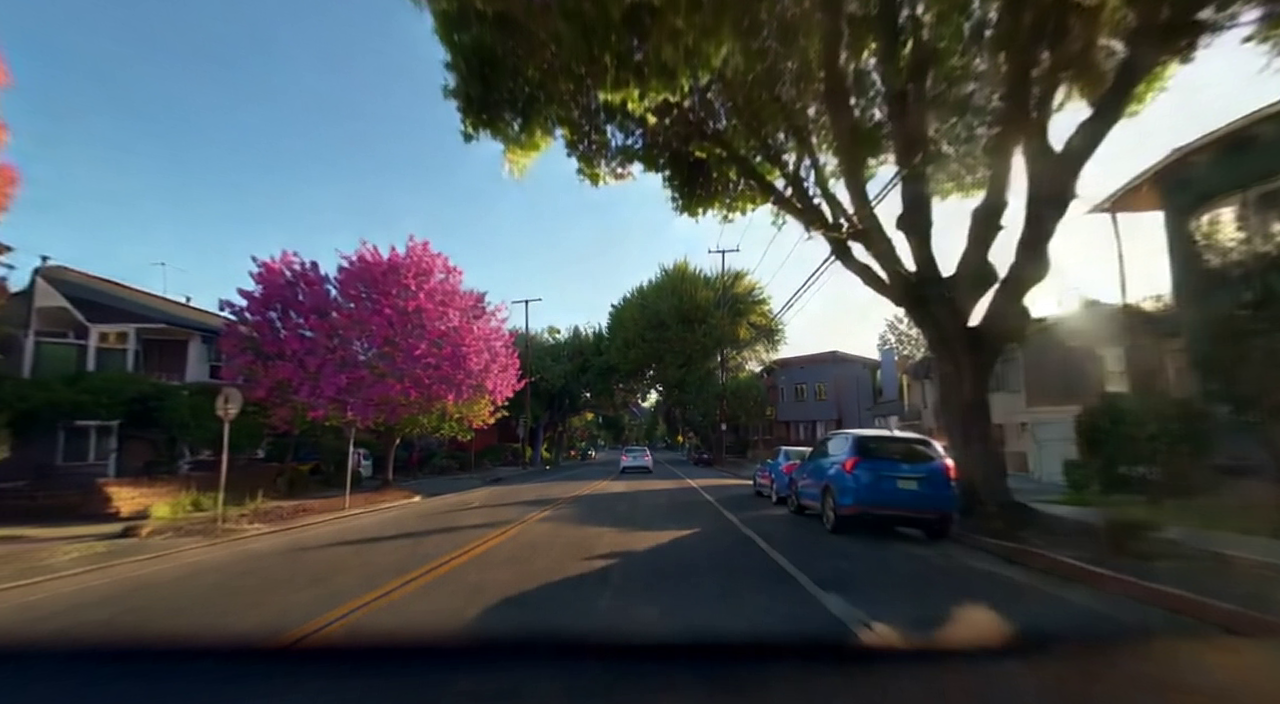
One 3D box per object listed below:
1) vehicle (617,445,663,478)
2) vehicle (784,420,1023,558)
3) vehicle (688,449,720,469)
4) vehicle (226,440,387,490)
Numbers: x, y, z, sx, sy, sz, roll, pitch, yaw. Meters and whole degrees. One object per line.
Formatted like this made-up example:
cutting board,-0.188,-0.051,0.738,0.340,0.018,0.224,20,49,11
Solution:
vehicle,0.031,5.315,30.929,2.104,1.500,3.815,0,-9,1
vehicle,4.139,2.231,11.079,2.100,1.830,5.040,0,-9,1
vehicle,4.971,8.411,49.637,1.977,1.481,5.155,0,-9,0
vehicle,-15.422,5.301,29.414,6.278,1.911,2.173,-3,-10,-1
